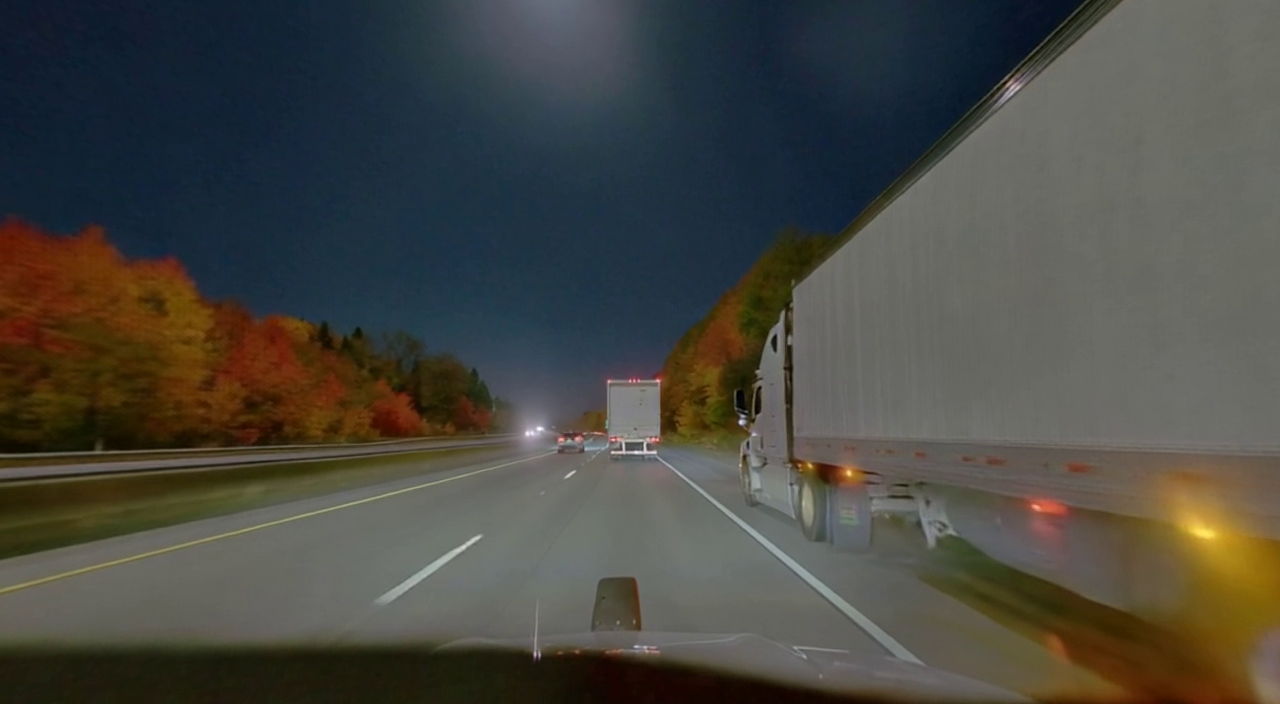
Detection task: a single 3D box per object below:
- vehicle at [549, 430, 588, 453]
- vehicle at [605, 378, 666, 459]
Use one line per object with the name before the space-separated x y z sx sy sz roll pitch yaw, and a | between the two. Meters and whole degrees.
vehicle | -4.850 6.162 43.335 2.217 1.495 4.245 0 -8 0
vehicle | -0.392 4.082 37.185 3.013 4.016 11.496 0 -8 -2
